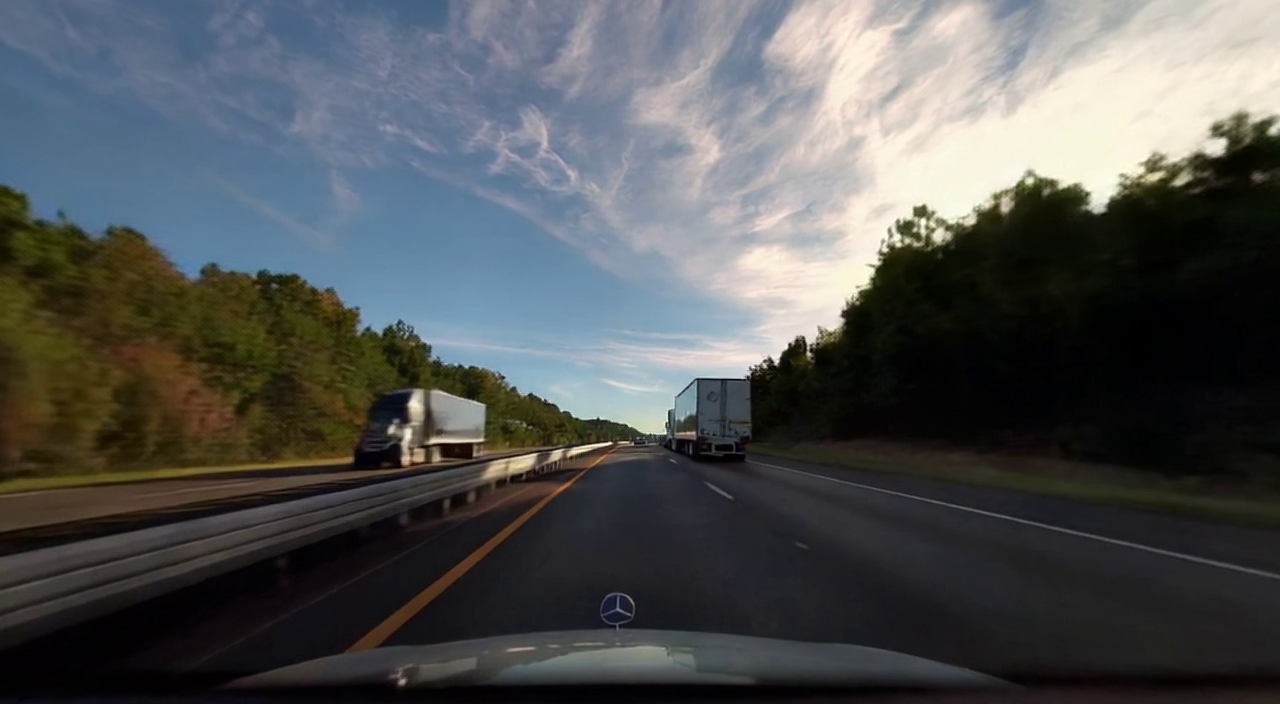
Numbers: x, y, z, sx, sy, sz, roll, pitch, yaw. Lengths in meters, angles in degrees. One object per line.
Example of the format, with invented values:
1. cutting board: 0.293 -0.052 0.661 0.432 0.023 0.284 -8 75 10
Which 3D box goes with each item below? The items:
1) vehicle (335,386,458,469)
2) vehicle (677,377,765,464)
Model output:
1. vehicle: -13.357 4.364 35.934 2.993 4.037 10.349 0 -7 -1
2. vehicle: 4.154 4.082 36.176 2.951 4.007 13.976 0 -7 -1
